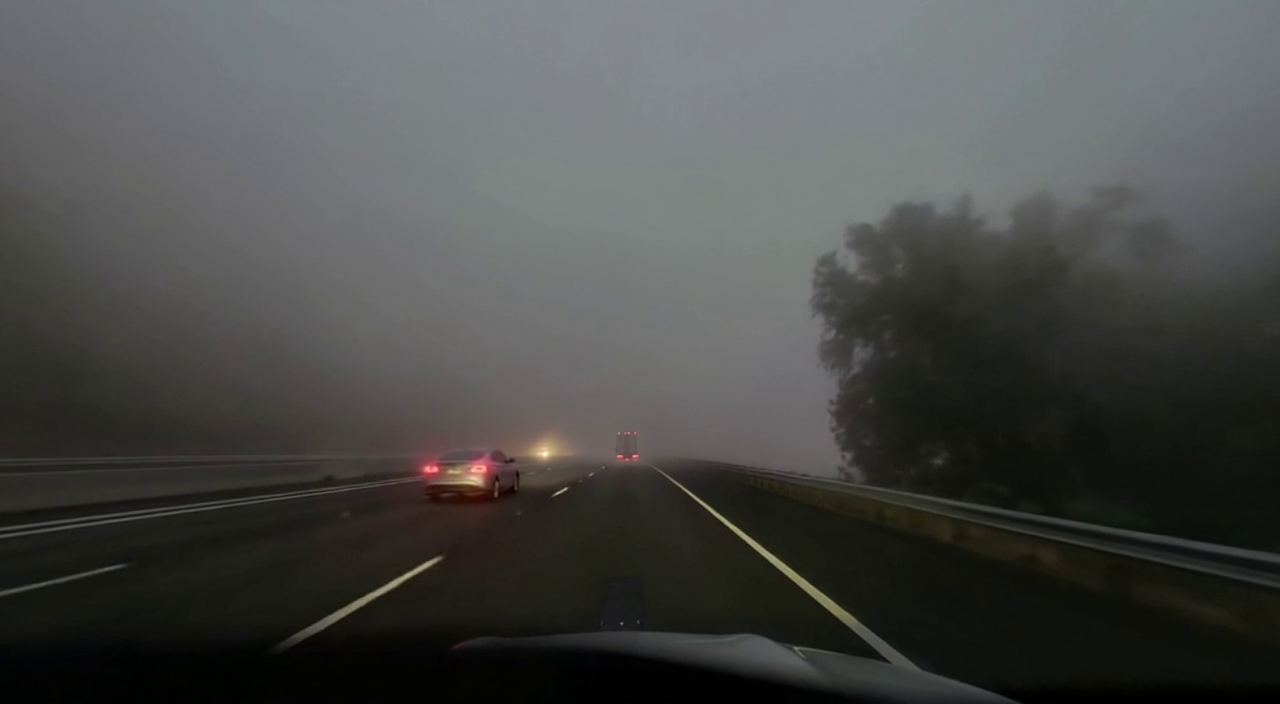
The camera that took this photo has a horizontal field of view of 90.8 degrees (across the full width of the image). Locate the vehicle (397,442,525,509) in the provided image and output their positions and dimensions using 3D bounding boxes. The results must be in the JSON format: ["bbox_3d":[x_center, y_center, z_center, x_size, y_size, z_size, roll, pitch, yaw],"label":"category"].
[{"bbox_3d":[-4.734,3.324,17.601,2.108,1.573,5.000,0,-9,0],"label":"vehicle"}]
